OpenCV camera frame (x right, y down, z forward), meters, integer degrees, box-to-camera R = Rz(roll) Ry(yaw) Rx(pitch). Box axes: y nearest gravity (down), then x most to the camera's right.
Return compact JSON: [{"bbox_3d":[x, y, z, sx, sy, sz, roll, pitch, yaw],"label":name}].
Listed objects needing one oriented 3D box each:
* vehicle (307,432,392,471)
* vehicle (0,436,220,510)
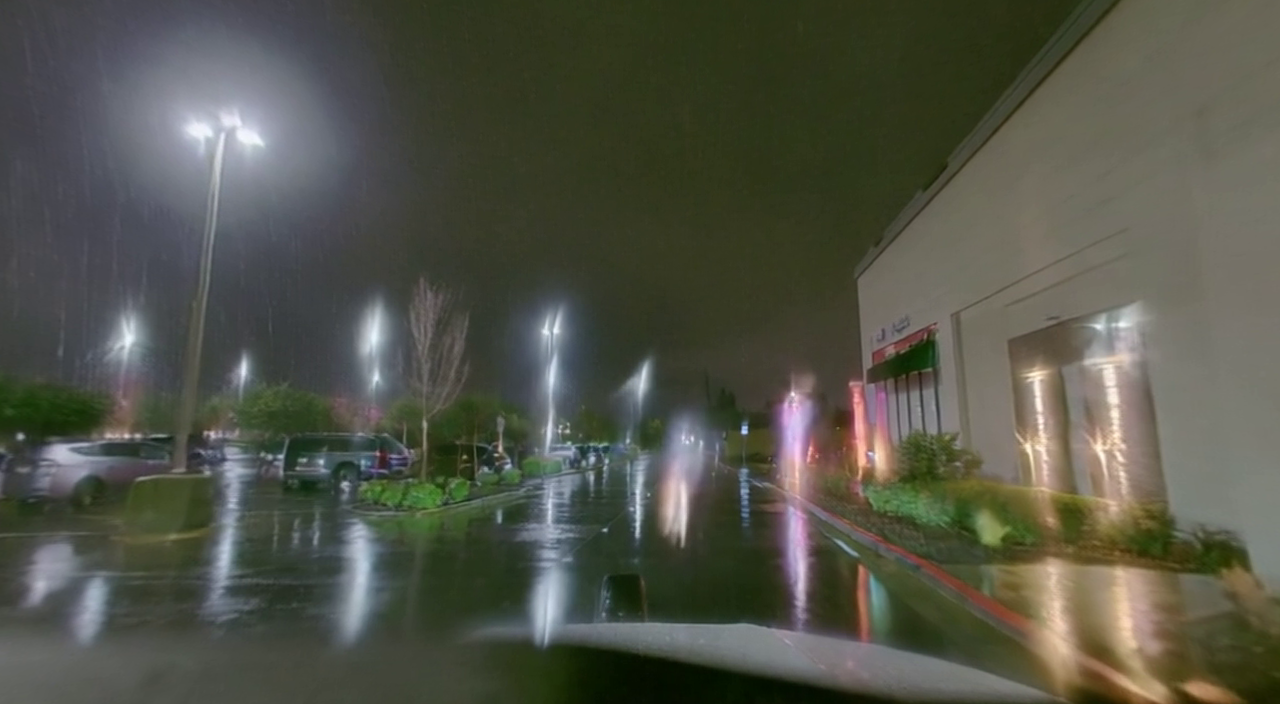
[{"bbox_3d":[-15.640,5.390,34.308,1.972,1.923,4.535,-1,-9,7],"label":"vehicle"},{"bbox_3d":[-12.513,2.750,14.871,1.847,1.443,4.484,-1,-9,6],"label":"vehicle"}]
